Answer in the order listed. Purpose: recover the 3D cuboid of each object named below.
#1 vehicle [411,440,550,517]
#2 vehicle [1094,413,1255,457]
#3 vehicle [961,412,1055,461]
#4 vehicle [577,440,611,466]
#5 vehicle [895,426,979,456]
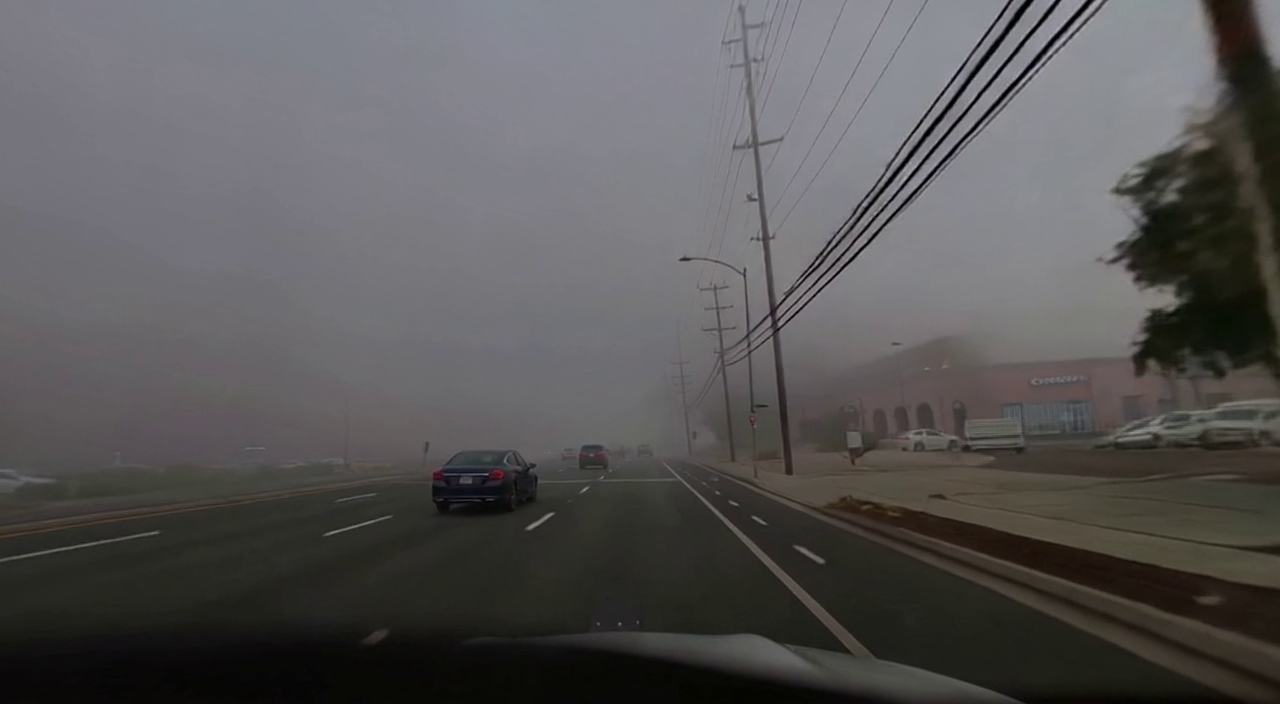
[{"bbox_3d":[-3.446,2.826,14.610,1.942,1.469,4.426,0,-9,2],"label":"vehicle"},{"bbox_3d":[19.946,3.162,23.852,1.865,1.498,4.827,0,-8,0],"label":"vehicle"},{"bbox_3d":[16.721,3.796,28.518,4.319,1.812,2.020,2,-10,-38],"label":"vehicle"},{"bbox_3d":[-3.194,7.108,44.555,2.087,1.736,4.311,0,-9,1],"label":"vehicle"},{"bbox_3d":[16.652,5.021,35.286,4.497,1.548,1.997,5,-10,-30],"label":"vehicle"}]
